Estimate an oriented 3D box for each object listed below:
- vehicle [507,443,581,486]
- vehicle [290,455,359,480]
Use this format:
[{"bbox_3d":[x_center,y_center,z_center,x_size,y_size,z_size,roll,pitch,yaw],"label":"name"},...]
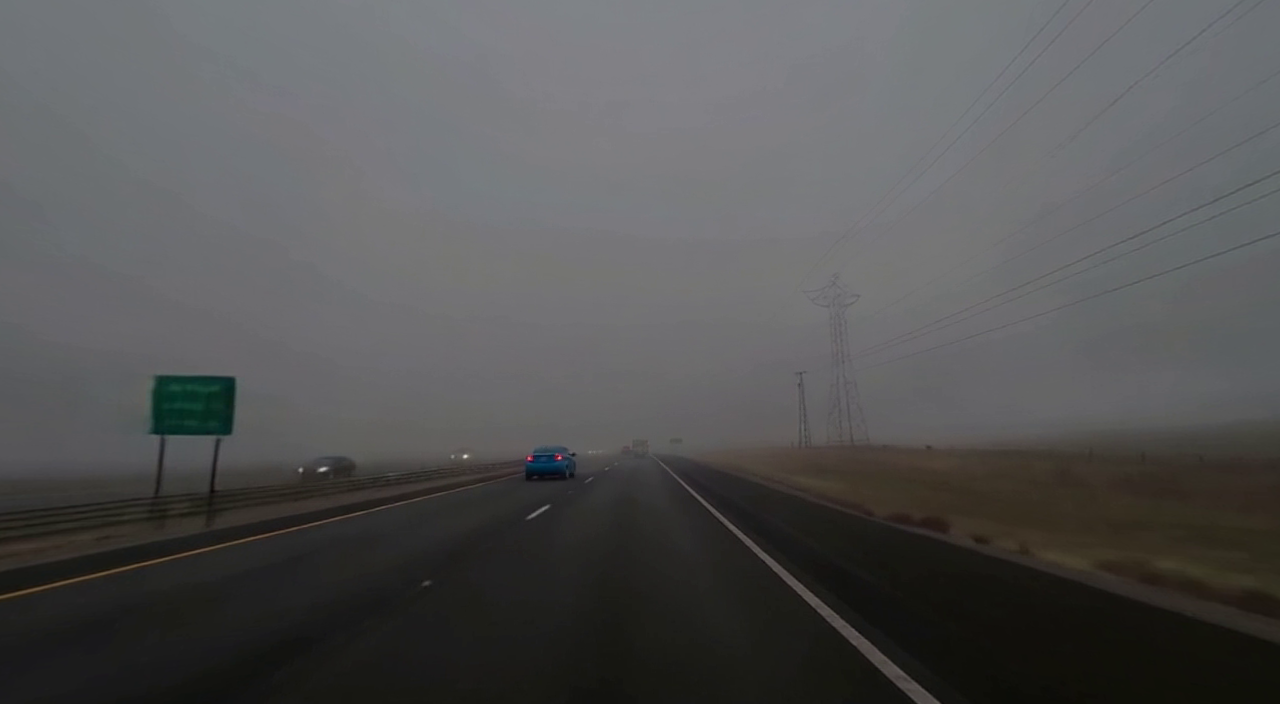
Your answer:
[{"bbox_3d":[-3.647,4.363,24.747,2.106,1.543,4.465,0,-9,1],"label":"vehicle"},{"bbox_3d":[-21.039,7.707,42.266,1.942,1.507,4.968,0,-9,1],"label":"vehicle"}]
